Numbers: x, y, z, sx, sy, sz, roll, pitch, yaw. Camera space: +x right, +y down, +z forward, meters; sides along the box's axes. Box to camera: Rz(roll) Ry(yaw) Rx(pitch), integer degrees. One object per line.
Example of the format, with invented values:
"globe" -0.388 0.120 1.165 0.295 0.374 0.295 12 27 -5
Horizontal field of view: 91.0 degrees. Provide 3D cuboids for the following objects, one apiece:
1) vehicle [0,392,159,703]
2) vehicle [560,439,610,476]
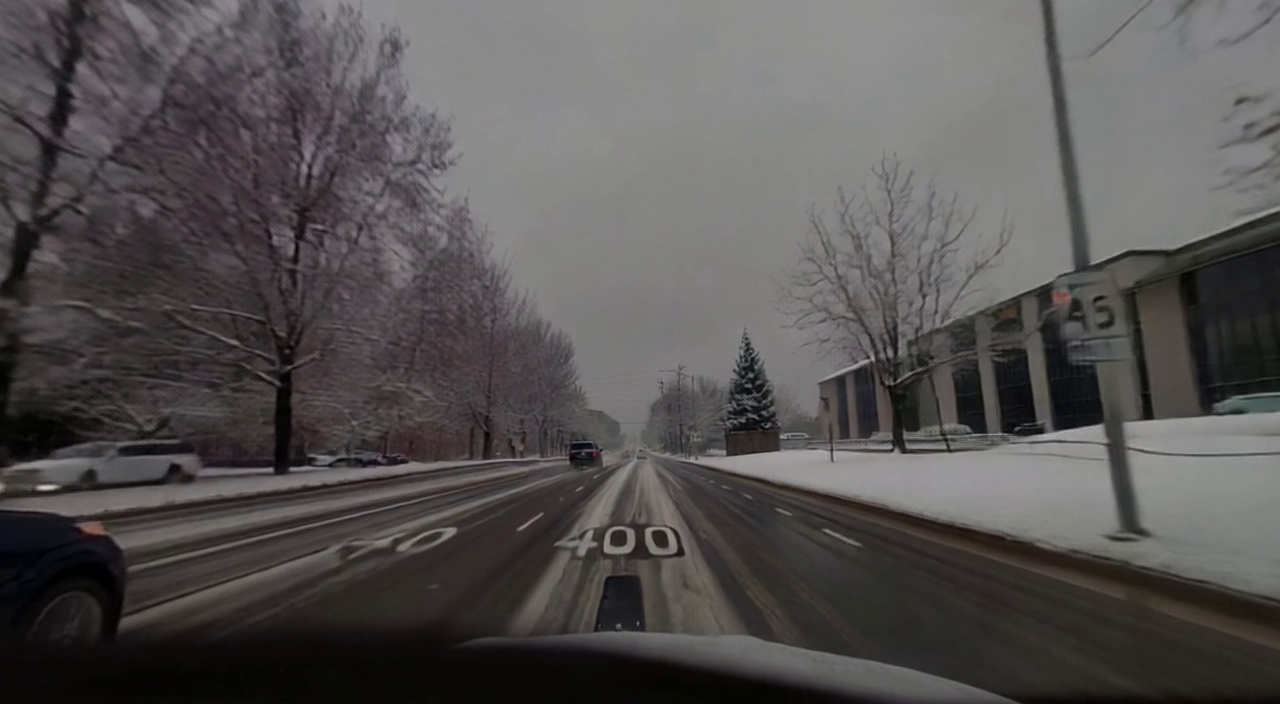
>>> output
"vehicle" -3.778 0.740 1.424 1.923 1.528 4.309 0 -9 0
"vehicle" -2.853 5.617 33.730 2.112 1.779 4.489 0 -9 2
